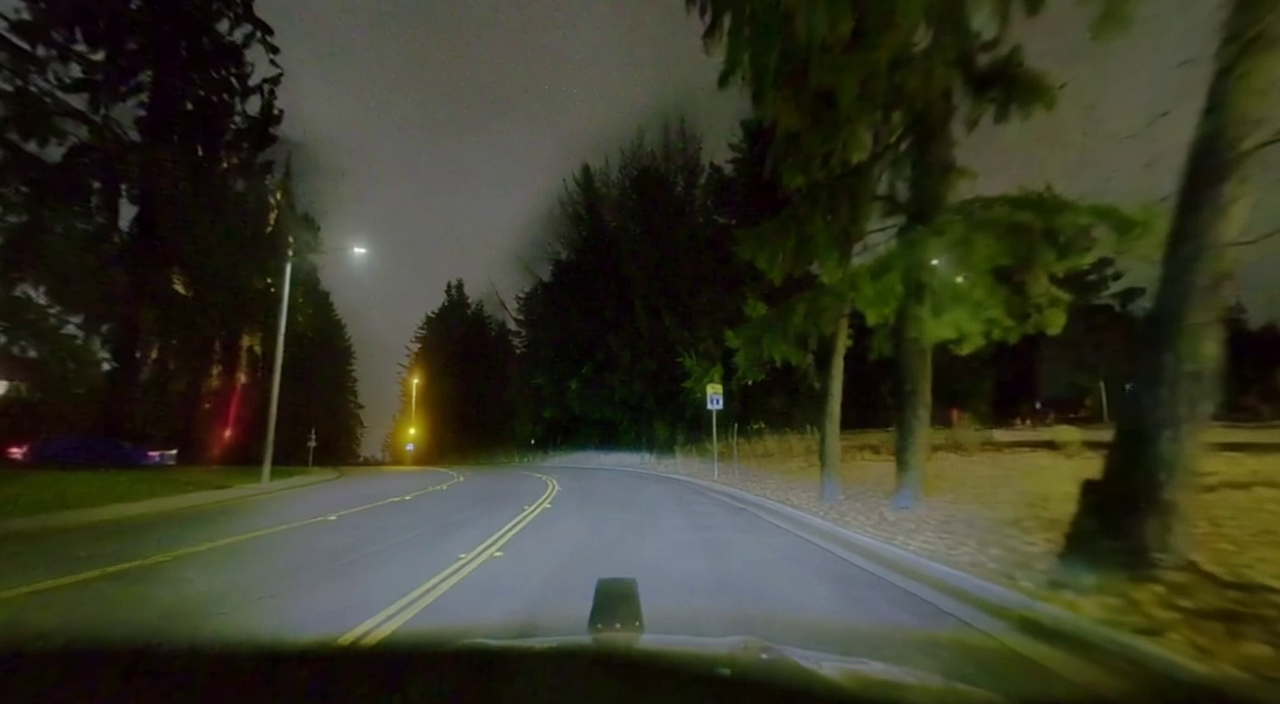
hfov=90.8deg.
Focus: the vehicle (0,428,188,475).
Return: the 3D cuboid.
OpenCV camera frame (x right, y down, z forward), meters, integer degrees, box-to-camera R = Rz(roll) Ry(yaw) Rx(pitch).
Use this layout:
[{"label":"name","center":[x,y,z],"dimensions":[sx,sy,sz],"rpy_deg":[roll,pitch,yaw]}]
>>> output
[{"label":"vehicle","center":[-21.889,3.974,25.314],"dimensions":[5.613,1.775,2.357],"rpy_deg":[0,-9,-5]}]
